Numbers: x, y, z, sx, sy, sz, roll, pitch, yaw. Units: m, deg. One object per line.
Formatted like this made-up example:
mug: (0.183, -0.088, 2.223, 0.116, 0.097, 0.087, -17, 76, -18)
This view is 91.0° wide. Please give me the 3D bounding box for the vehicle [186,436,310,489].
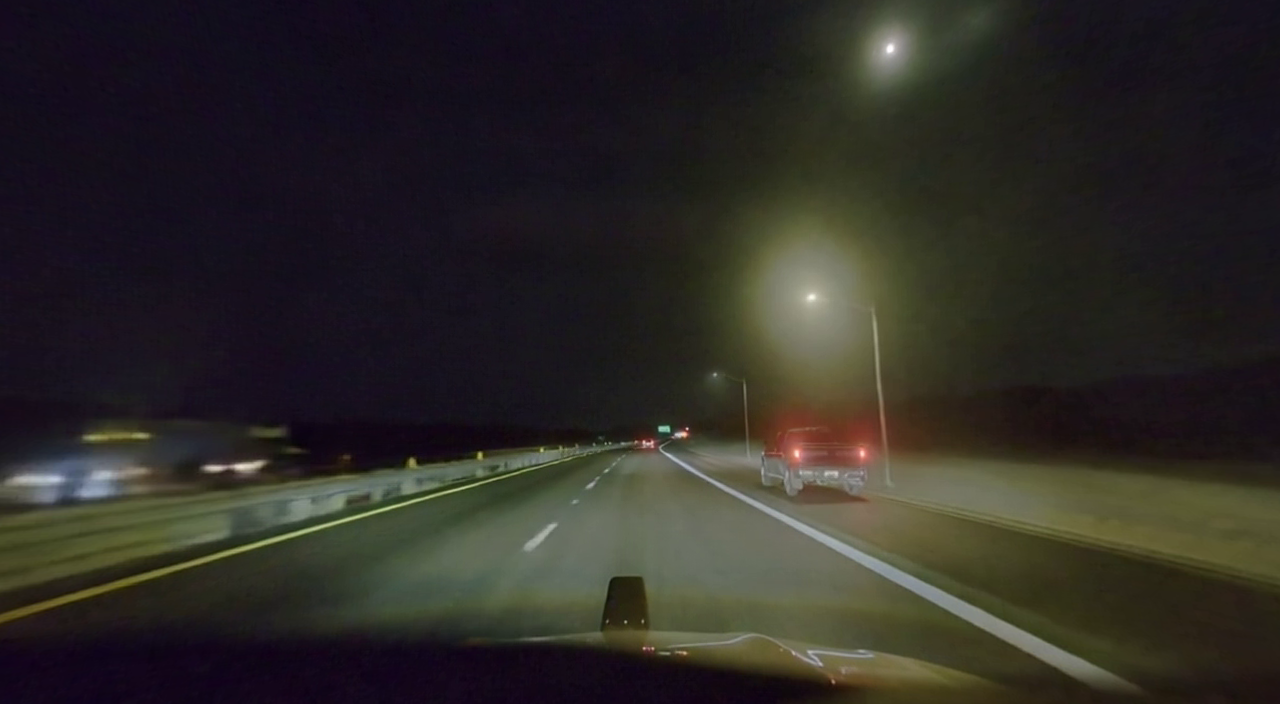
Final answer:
vehicle: (-13.871, 3.904, 22.558, 1.855, 1.710, 4.028, 0, -8, -1)
